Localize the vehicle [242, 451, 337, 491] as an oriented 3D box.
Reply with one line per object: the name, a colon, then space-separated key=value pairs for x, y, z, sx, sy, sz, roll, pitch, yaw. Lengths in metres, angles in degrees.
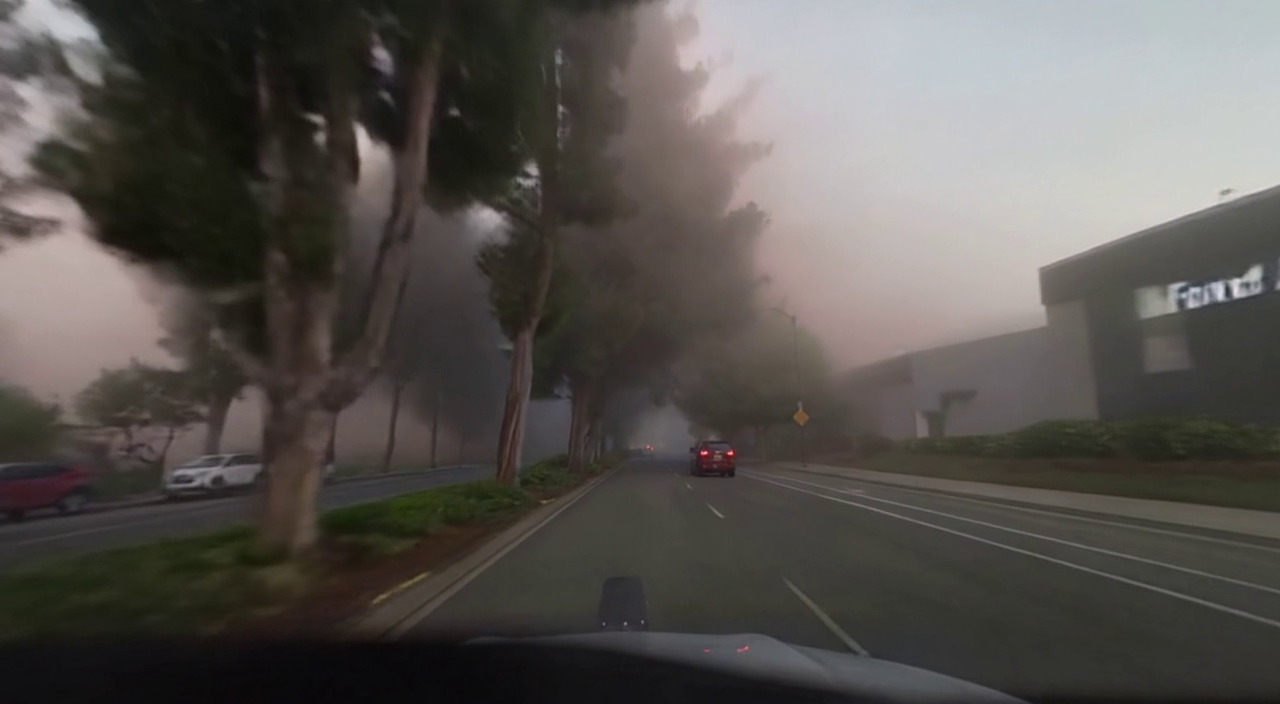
vehicle: x=-16.447 y=5.569 z=29.853 sx=1.980 sy=1.695 sz=4.350 roll=0 pitch=-8 yaw=0

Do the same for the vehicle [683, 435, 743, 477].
vehicle: x=3.214 y=4.693 z=28.687 sx=2.143 sy=1.759 sz=4.378 roll=0 pitch=-8 yaw=0

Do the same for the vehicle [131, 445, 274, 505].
vehicle: x=-16.489 y=4.598 z=24.186 sx=2.005 sy=2.034 sz=4.904 roll=0 pitch=-8 yaw=-1
